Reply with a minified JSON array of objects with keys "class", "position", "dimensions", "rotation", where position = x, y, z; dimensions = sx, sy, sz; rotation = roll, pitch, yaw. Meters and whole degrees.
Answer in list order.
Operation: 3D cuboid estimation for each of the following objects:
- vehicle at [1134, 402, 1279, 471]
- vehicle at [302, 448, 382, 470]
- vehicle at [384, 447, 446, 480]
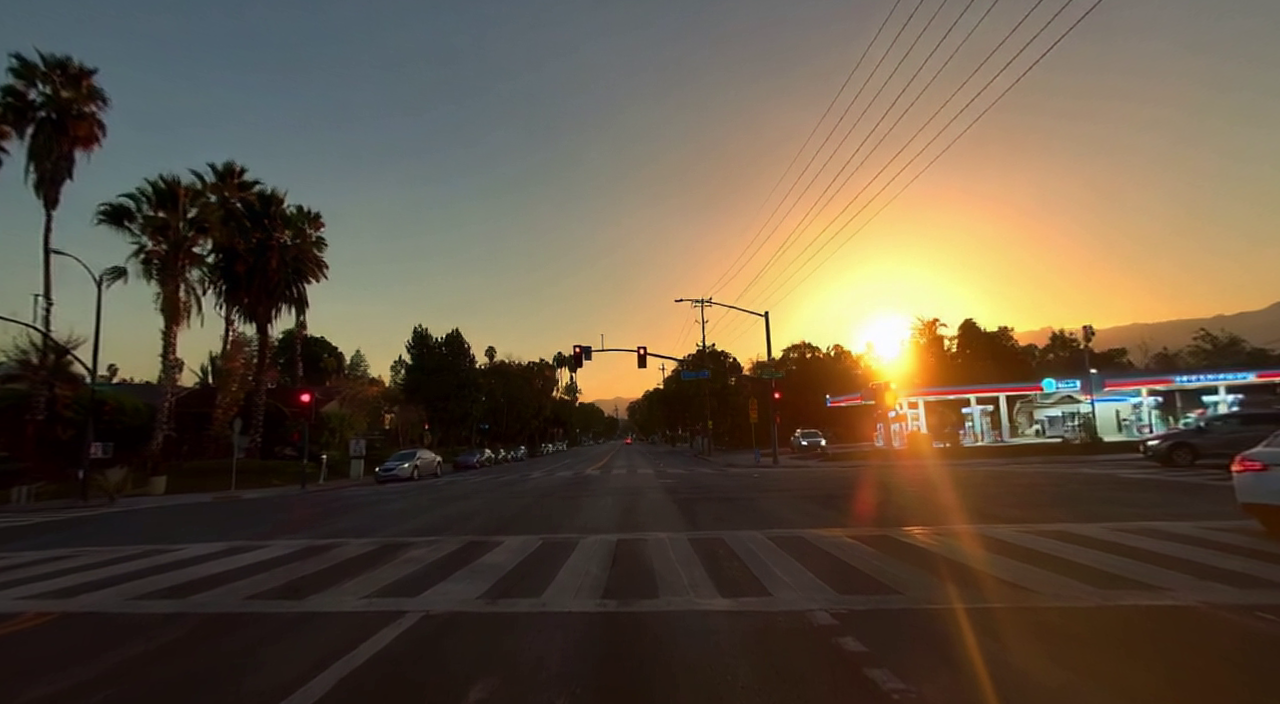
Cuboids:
[{"class":"vehicle","position":[17.428,2.411,18.052],"dimensions":[5.086,1.817,1.952],"rotation":[1,-9,-5]},{"class":"vehicle","position":[-20.896,7.530,44.456],"dimensions":[4.672,1.469,1.816],"rotation":[0,-9,-2]},{"class":"vehicle","position":[-13.008,6.416,36.791],"dimensions":[2.009,1.777,4.559],"rotation":[0,-9,-1]}]
